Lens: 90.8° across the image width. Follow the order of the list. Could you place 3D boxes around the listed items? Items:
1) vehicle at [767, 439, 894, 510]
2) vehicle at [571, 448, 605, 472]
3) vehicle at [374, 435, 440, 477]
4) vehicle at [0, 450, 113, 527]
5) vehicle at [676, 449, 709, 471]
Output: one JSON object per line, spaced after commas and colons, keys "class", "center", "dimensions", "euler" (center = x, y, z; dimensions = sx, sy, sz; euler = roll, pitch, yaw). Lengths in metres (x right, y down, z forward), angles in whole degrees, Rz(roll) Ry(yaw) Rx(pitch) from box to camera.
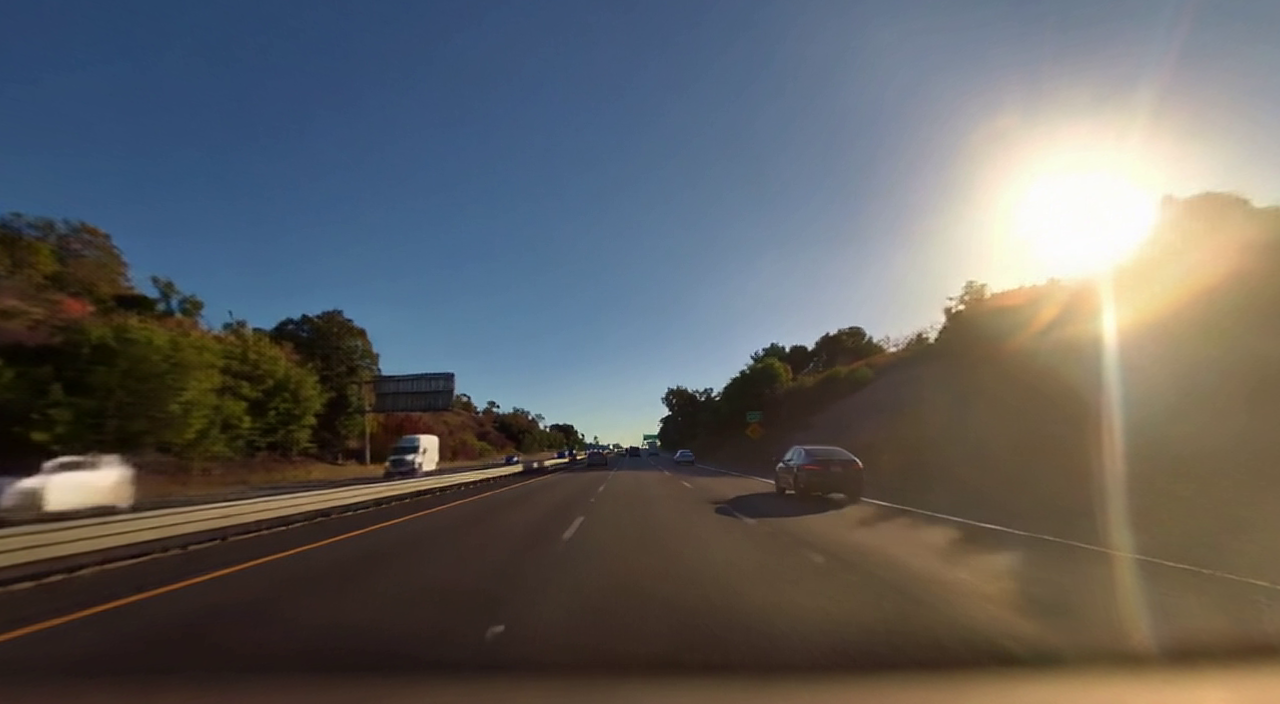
{"class": "vehicle", "center": [4.683, 3.060, 16.136], "dimensions": [1.903, 1.566, 3.866], "euler": [0, -9, -2]}
{"class": "vehicle", "center": [-3.446, 7.252, 42.411], "dimensions": [2.021, 1.507, 4.272], "euler": [0, -9, -1]}
{"class": "vehicle", "center": [-15.486, 6.932, 42.346], "dimensions": [2.246, 2.611, 5.858], "euler": [0, -9, -1]}
{"class": "vehicle", "center": [-14.958, 3.053, 14.242], "dimensions": [2.034, 1.647, 4.778], "euler": [0, -9, -1]}
{"class": "vehicle", "center": [3.586, 7.459, 43.762], "dimensions": [1.846, 1.480, 3.694], "euler": [0, -9, -2]}
